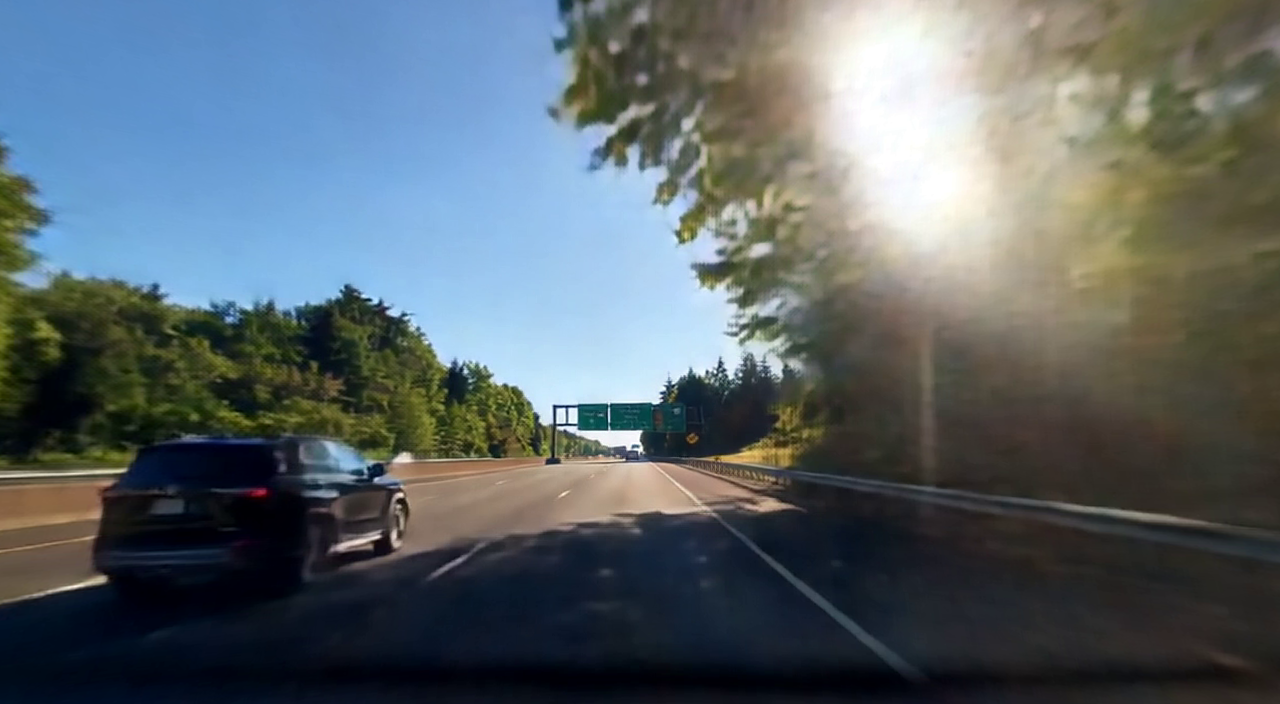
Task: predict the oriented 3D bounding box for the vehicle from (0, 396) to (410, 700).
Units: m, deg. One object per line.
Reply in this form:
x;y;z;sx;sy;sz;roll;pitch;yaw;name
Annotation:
-3.926;1.399;5.613;2.104;1.626;4.283;0;-9;0;vehicle
